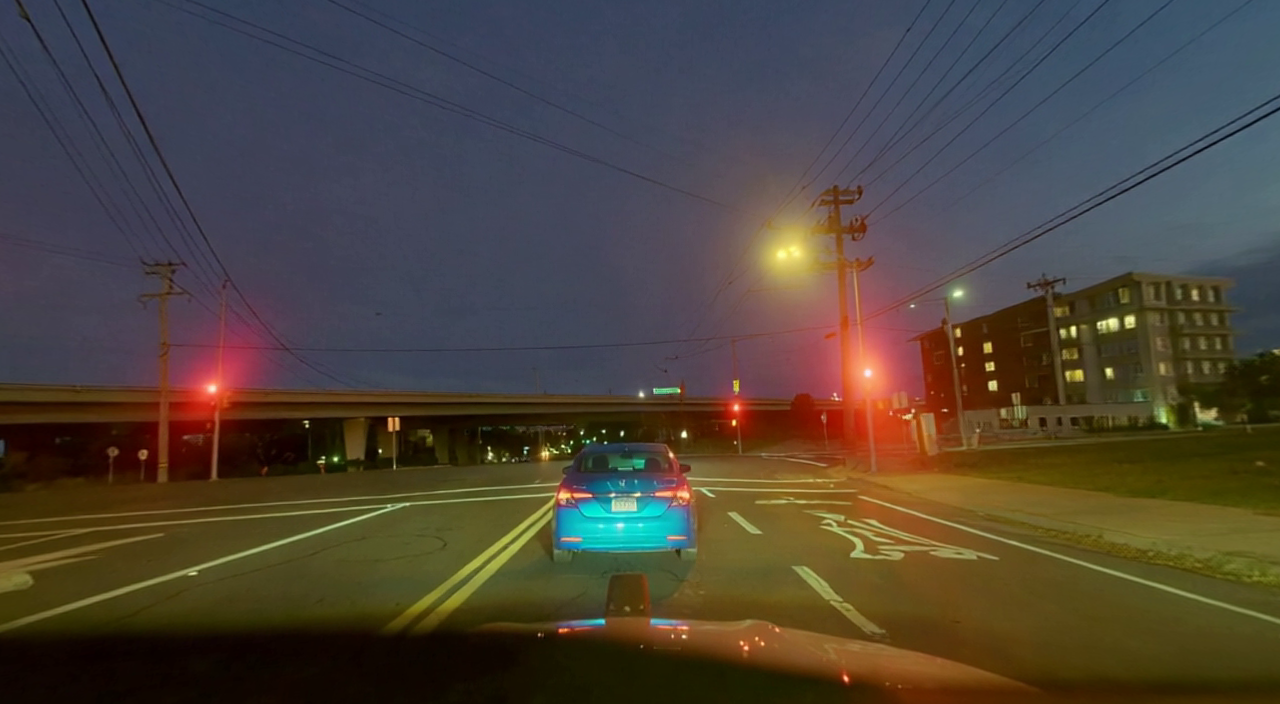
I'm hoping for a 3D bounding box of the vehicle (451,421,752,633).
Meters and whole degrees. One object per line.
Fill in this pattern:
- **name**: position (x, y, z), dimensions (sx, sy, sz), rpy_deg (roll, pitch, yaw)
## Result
- **vehicle**: position (-0.232, 1.527, 6.472), dimensions (2.090, 1.458, 4.033), rpy_deg (-1, -9, 1)
